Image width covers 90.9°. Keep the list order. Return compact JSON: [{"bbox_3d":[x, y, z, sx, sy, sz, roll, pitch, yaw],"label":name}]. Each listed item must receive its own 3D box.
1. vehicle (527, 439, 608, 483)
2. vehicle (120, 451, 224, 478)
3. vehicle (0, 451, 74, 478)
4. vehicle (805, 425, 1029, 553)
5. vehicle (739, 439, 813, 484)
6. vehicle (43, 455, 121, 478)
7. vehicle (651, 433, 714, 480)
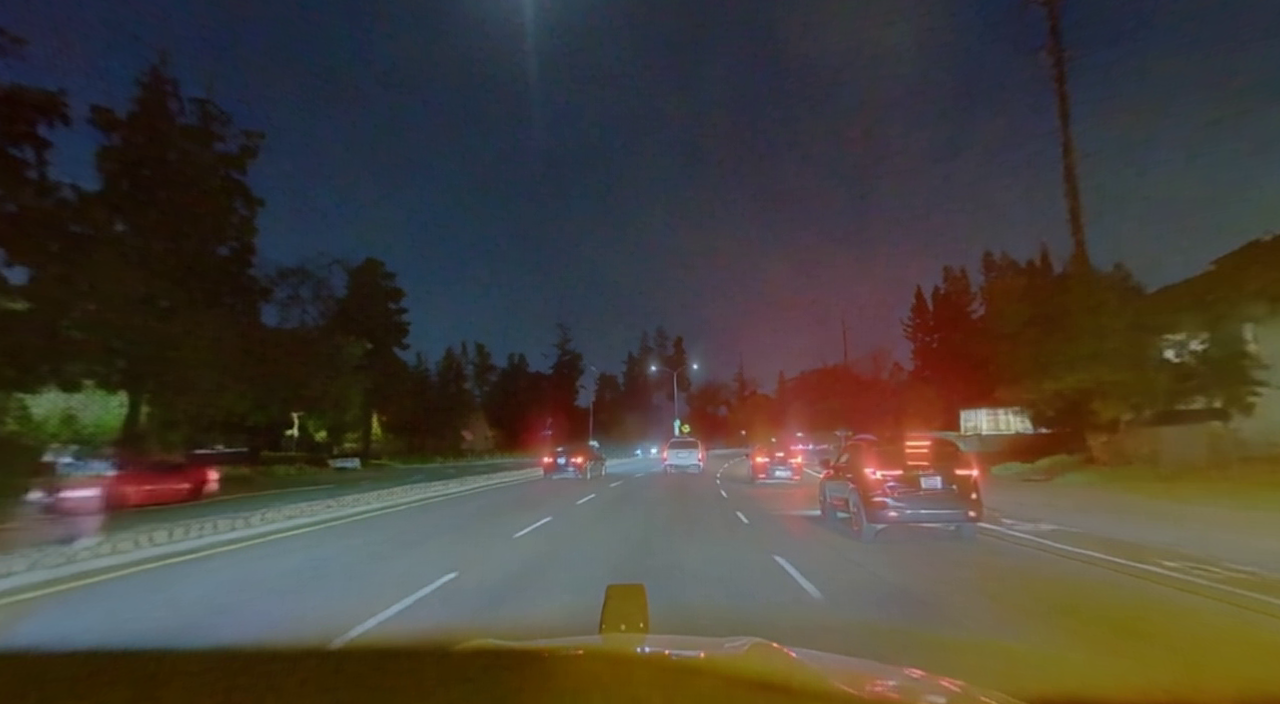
[{"bbox_3d":[-2.581,4.053,23.677,2.006,1.464,4.586,-1,-9,7],"label":"vehicle"},{"bbox_3d":[-27.496,6.598,37.197,1.816,1.459,4.453,-5,-10,30],"label":"vehicle"},{"bbox_3d":[-37.080,6.766,37.941,4.101,1.535,2.002,0,-8,2],"label":"vehicle"},{"bbox_3d":[3.843,1.943,9.478,1.859,1.540,3.454,-1,-9,2],"label":"vehicle"},{"bbox_3d":[4.896,3.990,23.270,2.117,1.472,4.158,-1,-9,5],"label":"vehicle"},{"bbox_3d":[-35.969,7.384,40.660,3.413,1.370,1.645,-1,-9,2],"label":"vehicle"},{"bbox_3d":[1.870,4.339,26.313,2.250,1.768,4.574,-2,-9,8],"label":"vehicle"}]
